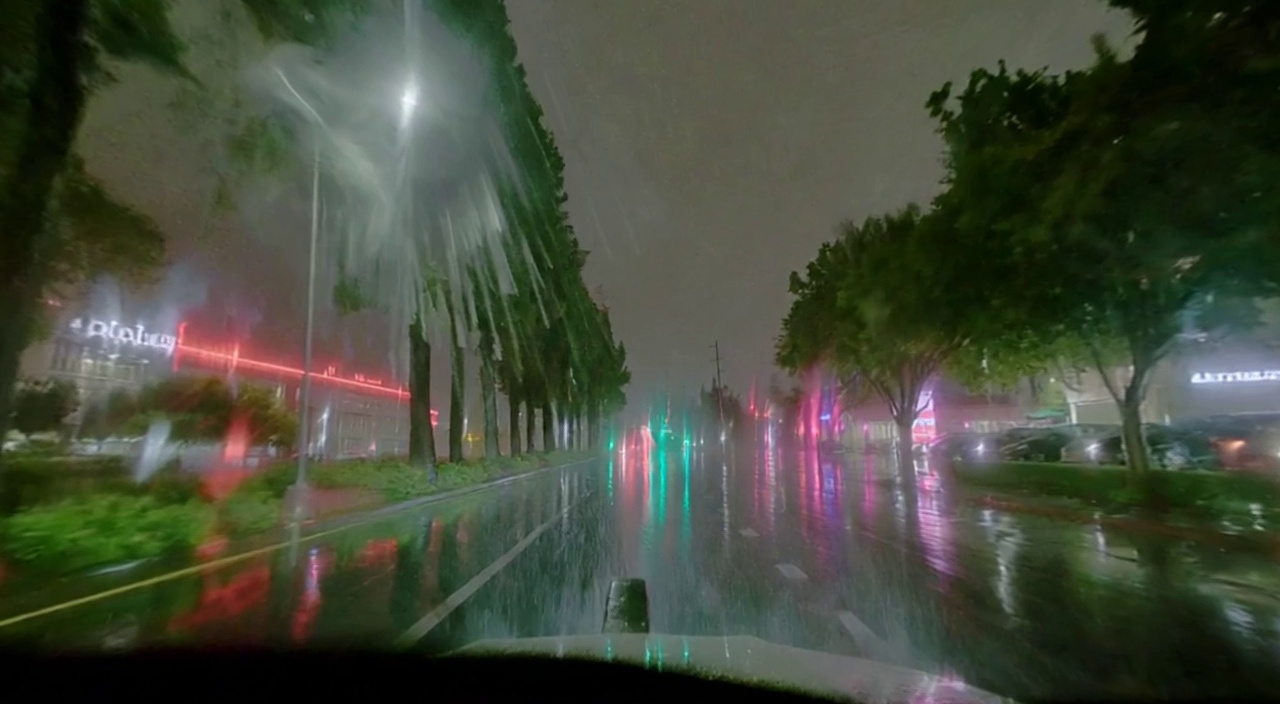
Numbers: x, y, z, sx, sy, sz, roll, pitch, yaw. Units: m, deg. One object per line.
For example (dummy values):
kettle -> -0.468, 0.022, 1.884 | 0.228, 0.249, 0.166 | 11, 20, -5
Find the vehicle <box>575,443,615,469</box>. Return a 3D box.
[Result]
vehicle -> -2.700, 6.422, 39.118 | 2.082, 1.460, 4.442 | 0, -8, 1

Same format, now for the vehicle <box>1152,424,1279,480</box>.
vehicle -> 17.311, 2.770, 17.583 | 4.271, 1.436, 2.001 | 0, -8, 0
